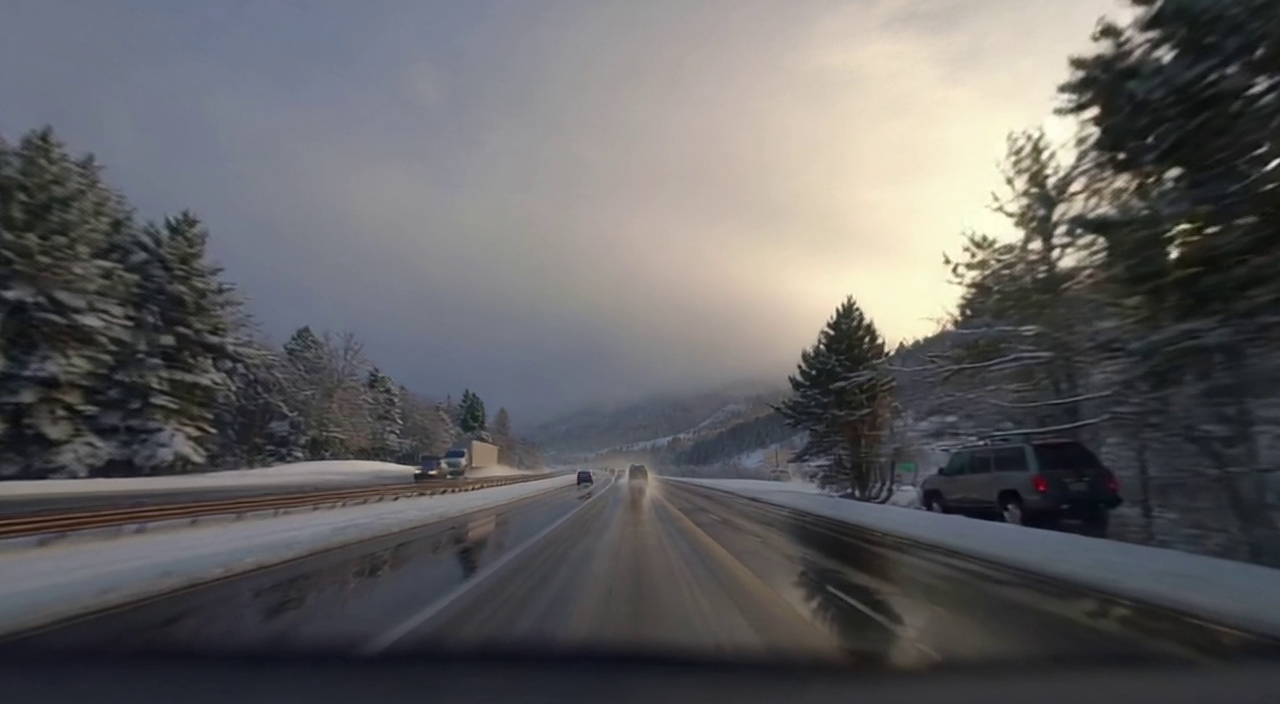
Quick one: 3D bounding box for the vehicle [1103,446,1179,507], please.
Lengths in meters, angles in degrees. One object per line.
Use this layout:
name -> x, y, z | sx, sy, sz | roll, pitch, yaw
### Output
vehicle -> 38.963, 9.580, 48.755 | 3.136, 4.077, 11.687 | -9, -14, 42

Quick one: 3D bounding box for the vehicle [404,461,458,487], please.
vehicle -> -13.234, 7.770, 40.194 | 2.021, 1.485, 4.198 | 0, -11, 0

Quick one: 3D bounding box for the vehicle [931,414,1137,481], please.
vehicle -> 22.229, 5.887, 37.432 | 2.846, 3.184, 14.350 | 1, -10, -1
